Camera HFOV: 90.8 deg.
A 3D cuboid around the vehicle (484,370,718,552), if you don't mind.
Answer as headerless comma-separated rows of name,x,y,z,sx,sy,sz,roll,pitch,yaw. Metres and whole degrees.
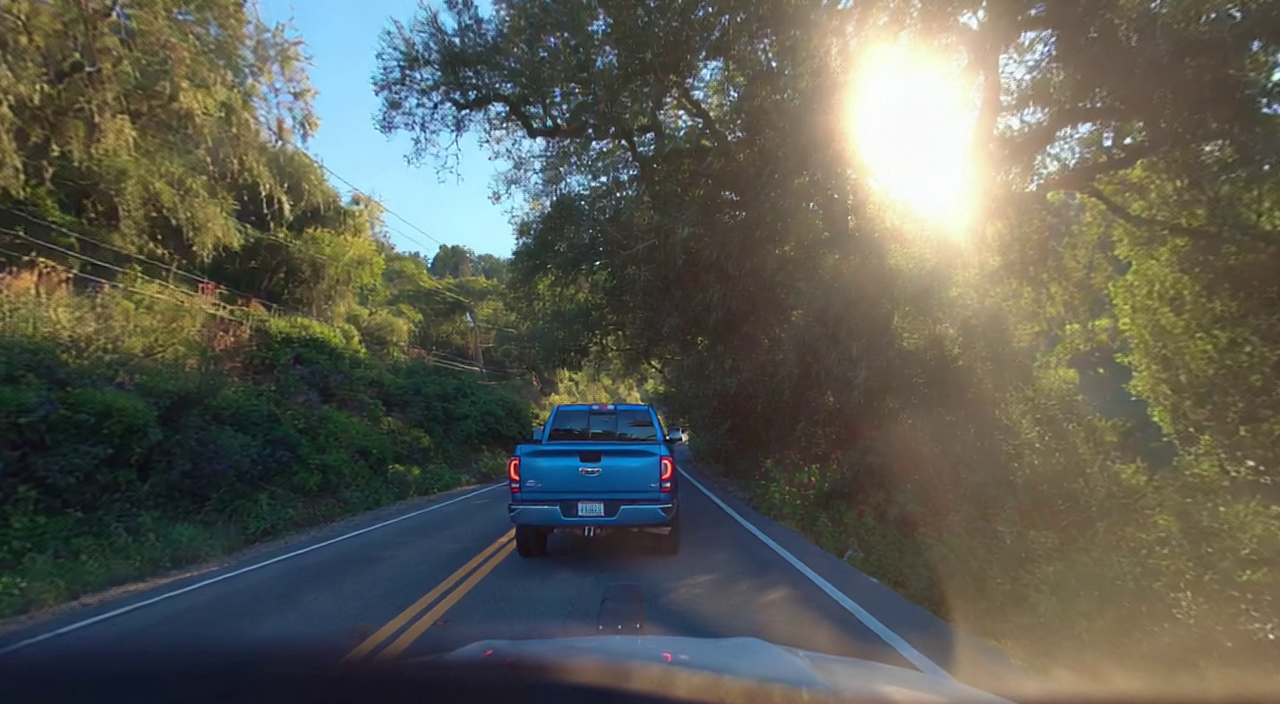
vehicle,-0.519,1.762,10.753,2.837,2.223,5.885,0,-8,-1
